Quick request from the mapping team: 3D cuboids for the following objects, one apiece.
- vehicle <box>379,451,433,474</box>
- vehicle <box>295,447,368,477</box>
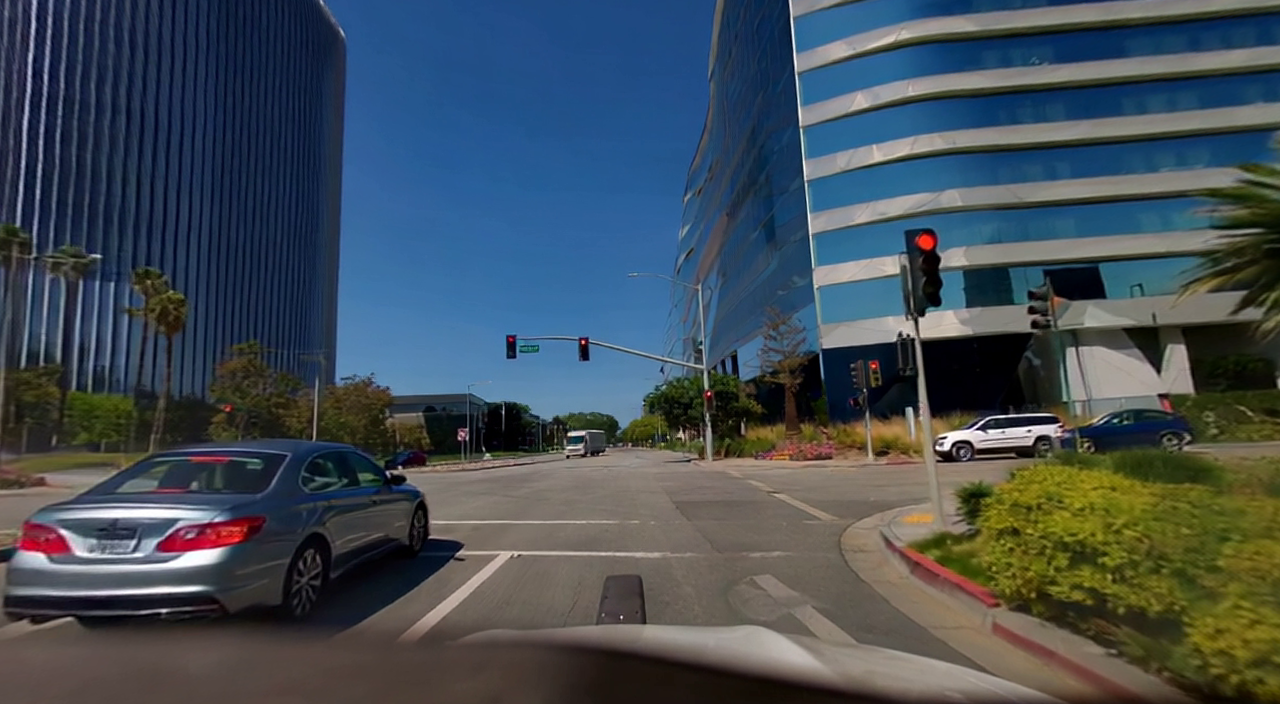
[{"bbox_3d":[-15.197,7.146,41.048,1.875,1.389,3.784,0,-9,3],"label":"vehicle"},{"bbox_3d":[-19.047,6.799,39.124,2.017,1.739,4.569,0,-9,2],"label":"vehicle"}]
